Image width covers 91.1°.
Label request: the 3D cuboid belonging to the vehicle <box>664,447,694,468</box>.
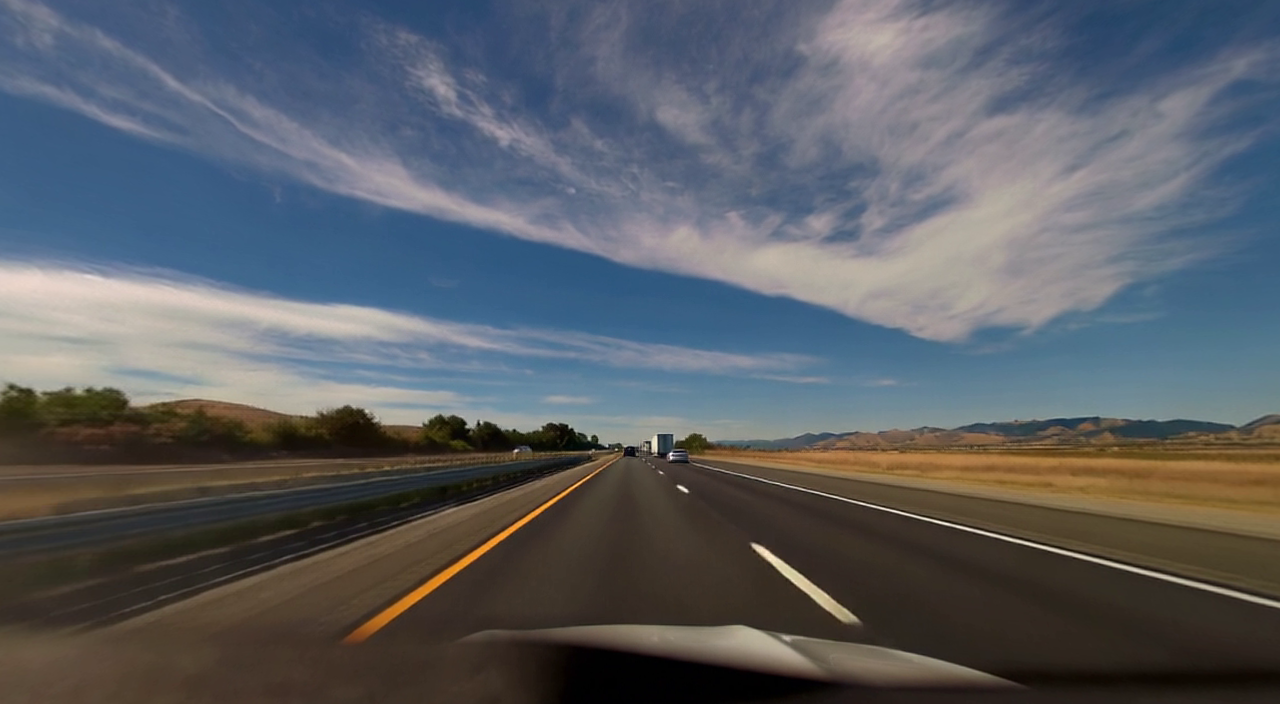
[{"bbox_3d":[2.842,7.721,46.131,1.836,1.459,3.766,0,-9,-2],"label":"vehicle"}]
